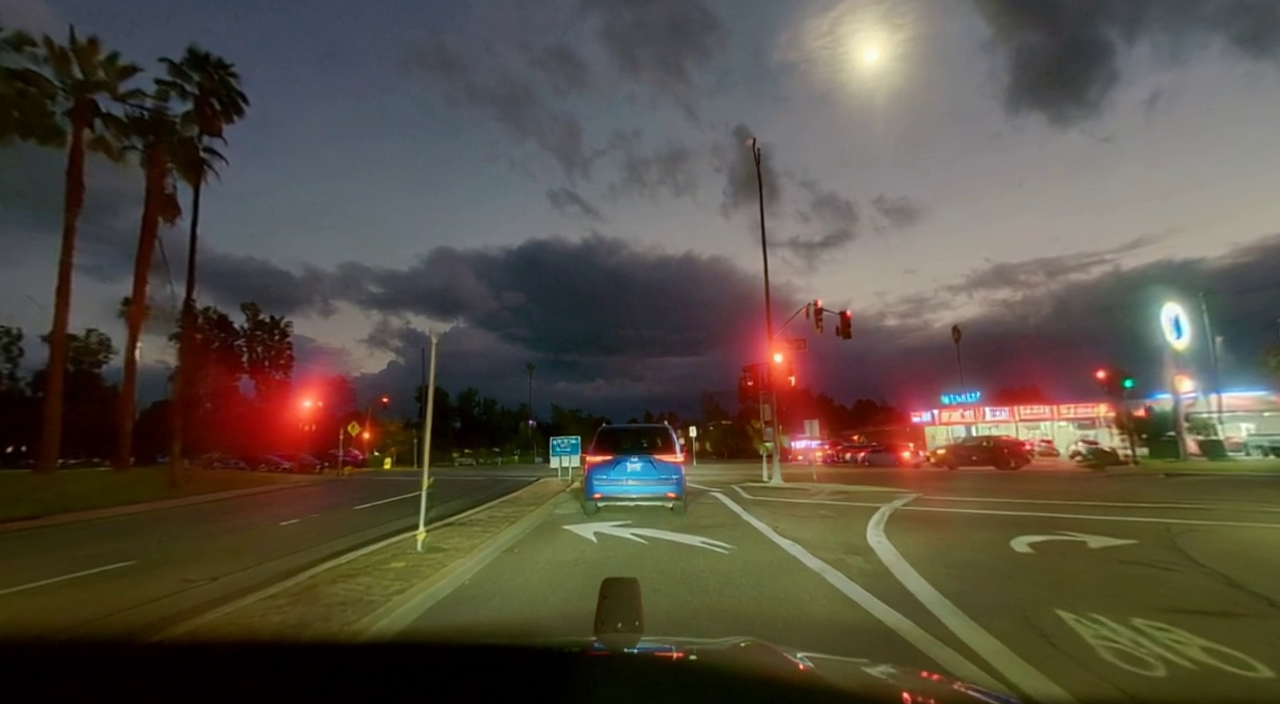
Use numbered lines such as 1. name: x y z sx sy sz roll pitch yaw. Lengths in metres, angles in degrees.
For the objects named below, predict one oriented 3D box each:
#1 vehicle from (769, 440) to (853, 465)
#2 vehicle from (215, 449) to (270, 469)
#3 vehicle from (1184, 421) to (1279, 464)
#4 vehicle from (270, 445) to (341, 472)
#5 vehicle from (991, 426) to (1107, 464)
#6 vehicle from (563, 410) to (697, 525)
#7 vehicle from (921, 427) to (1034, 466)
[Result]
1. vehicle: 10.726 6.286 39.745 4.665 1.467 1.833 -6 -10 33
2. vehicle: -29.422 7.870 46.718 4.081 1.383 1.878 -6 -10 33
3. vehicle: 28.497 4.072 28.365 5.809 1.839 1.957 -6 -10 33
4. vehicle: -22.344 7.056 42.176 4.790 1.687 1.969 -5 -10 32
5. vehicle: 21.352 4.911 33.192 4.852 1.847 1.983 -5 -10 32
6. vehicle: -0.179 2.306 13.103 2.263 1.932 4.709 0 -8 0
7. vehicle: 16.498 4.672 31.180 4.641 1.778 1.958 -4 -9 23
